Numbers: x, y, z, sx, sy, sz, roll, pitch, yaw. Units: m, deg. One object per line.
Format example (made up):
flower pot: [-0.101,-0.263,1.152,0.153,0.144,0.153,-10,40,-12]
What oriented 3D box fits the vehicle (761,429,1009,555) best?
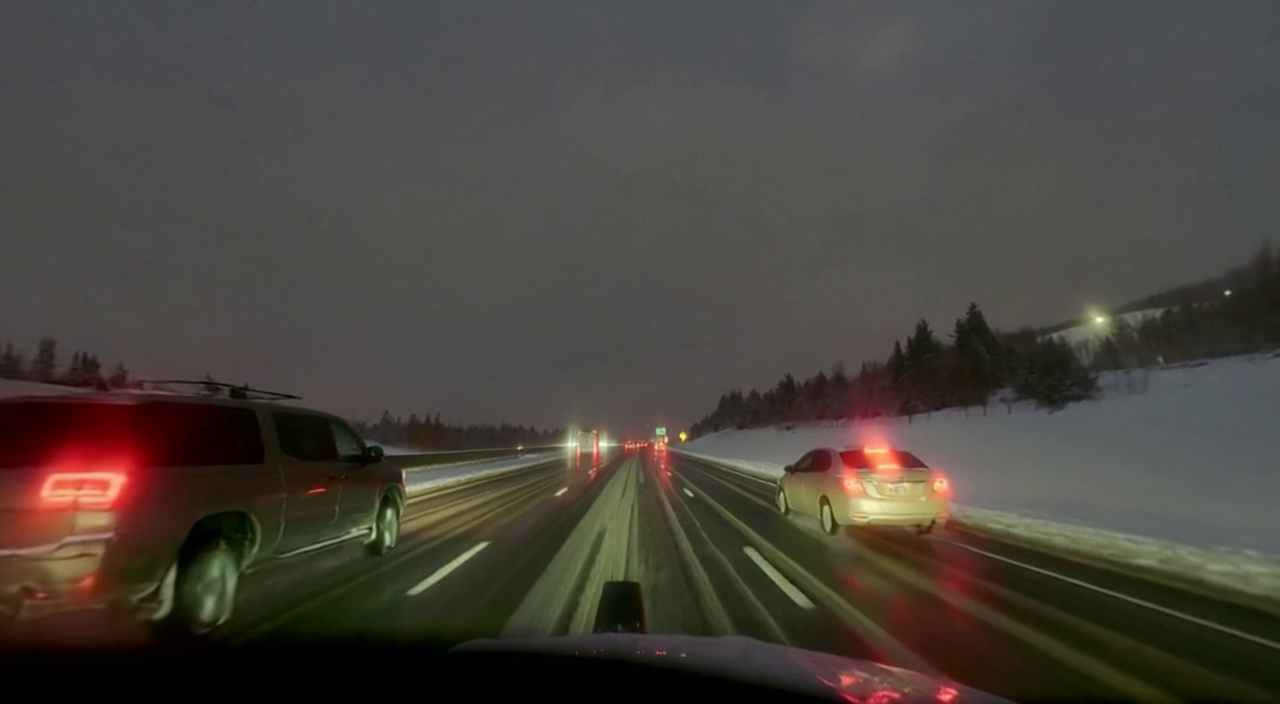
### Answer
vehicle: [3.513,2.118,10.305,2.047,1.532,4.884,0,-9,-1]

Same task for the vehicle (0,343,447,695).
vehicle: [-3.952,1.281,6.169,2.285,1.853,5.564,0,-9,1]
